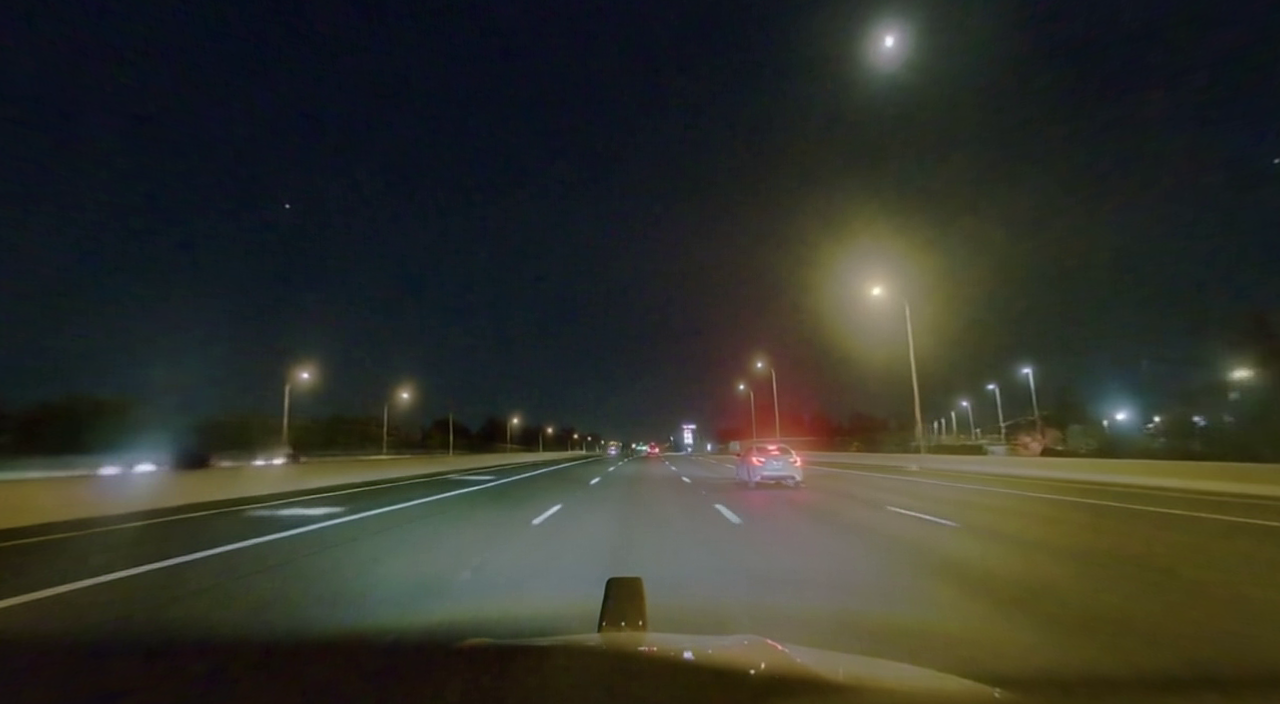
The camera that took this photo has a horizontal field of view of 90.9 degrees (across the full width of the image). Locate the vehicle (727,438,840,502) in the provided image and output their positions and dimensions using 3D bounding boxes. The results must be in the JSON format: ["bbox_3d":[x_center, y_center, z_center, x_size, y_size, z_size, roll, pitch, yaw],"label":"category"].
[{"bbox_3d":[3.728,3.166,17.351,1.999,1.492,4.673,0,-9,0],"label":"vehicle"}]

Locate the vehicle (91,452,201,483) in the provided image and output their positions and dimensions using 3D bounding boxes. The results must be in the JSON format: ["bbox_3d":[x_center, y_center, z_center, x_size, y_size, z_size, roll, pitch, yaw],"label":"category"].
[{"bbox_3d":[-25.639,5.995,33.002,2.004,1.464,4.598,0,-9,1],"label":"vehicle"}]

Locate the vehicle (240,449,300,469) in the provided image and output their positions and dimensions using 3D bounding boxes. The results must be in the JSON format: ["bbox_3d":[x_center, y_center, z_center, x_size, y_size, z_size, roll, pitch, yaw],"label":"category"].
[{"bbox_3d":[-28.829,8.338,49.313,1.881,1.459,4.568,-1,-8,2],"label":"vehicle"}]
